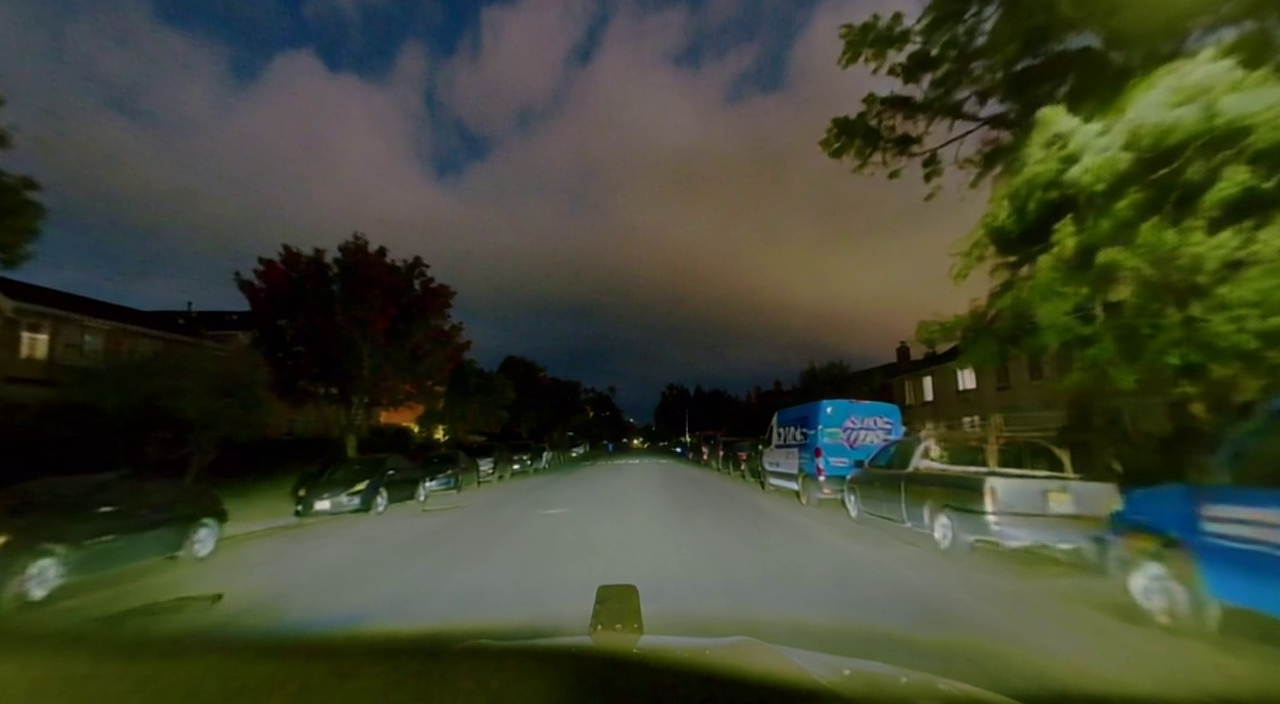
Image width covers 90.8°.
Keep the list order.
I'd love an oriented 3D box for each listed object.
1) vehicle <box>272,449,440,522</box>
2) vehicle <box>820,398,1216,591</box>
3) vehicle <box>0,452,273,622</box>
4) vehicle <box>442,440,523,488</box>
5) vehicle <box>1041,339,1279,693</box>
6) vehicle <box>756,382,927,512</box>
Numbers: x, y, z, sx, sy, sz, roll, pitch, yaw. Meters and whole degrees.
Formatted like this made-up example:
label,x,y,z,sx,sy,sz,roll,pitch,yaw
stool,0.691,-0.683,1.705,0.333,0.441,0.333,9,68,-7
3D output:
label,x,y,z,sx,sy,sz,roll,pitch,yaw
vehicle,-6.694,3.158,15.631,1.869,1.467,4.921,0,-9,0
vehicle,4.359,1.763,8.923,1.907,1.768,6.059,0,-8,1
vehicle,-6.671,2.043,7.903,1.731,1.423,4.504,-2,-8,-4
vehicle,-6.689,4.800,27.574,2.162,1.846,5.426,0,-8,0
vehicle,4.483,0.744,2.497,2.072,1.883,5.576,0,-8,0
vehicle,4.644,2.361,15.841,2.178,2.656,5.712,0,-9,-2
